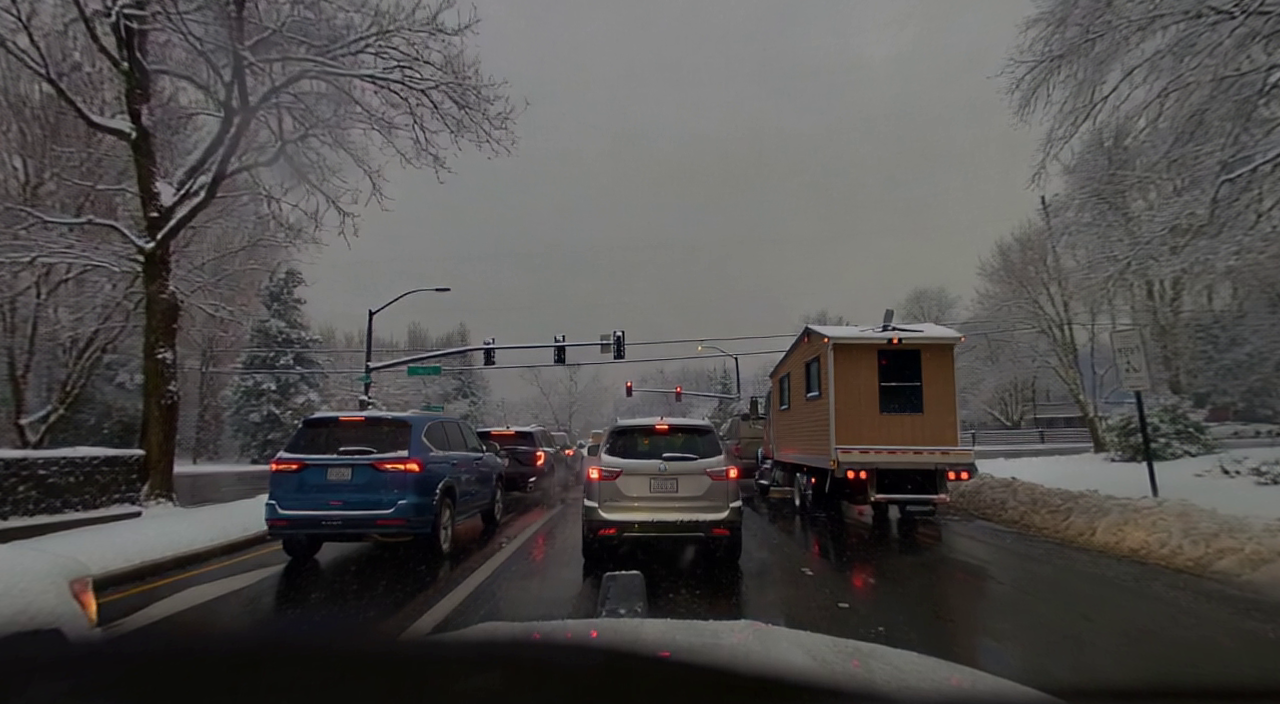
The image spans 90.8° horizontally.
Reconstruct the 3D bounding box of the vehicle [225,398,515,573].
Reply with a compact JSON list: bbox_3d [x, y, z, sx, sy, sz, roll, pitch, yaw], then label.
[{"bbox_3d":[-3.258,1.721,8.859,2.085,1.812,4.388,0,-9,0],"label":"vehicle"}]

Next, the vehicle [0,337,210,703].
[{"bbox_3d":[-3.423,0.678,1.481,1.952,1.730,4.116,0,-9,-1],"label":"vehicle"}]

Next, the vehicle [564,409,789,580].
[{"bbox_3d":[0.369,1.709,8.324,2.189,1.649,4.171,0,-9,0],"label":"vehicle"}]

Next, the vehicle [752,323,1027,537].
[{"bbox_3d":[3.699,1.402,11.014,2.531,2.750,5.595,0,-9,1],"label":"vehicle"}]

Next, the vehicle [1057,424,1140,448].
[{"bbox_3d":[33.178,6.141,45.886,4.671,1.595,1.824,-5,-10,31],"label":"vehicle"}]
